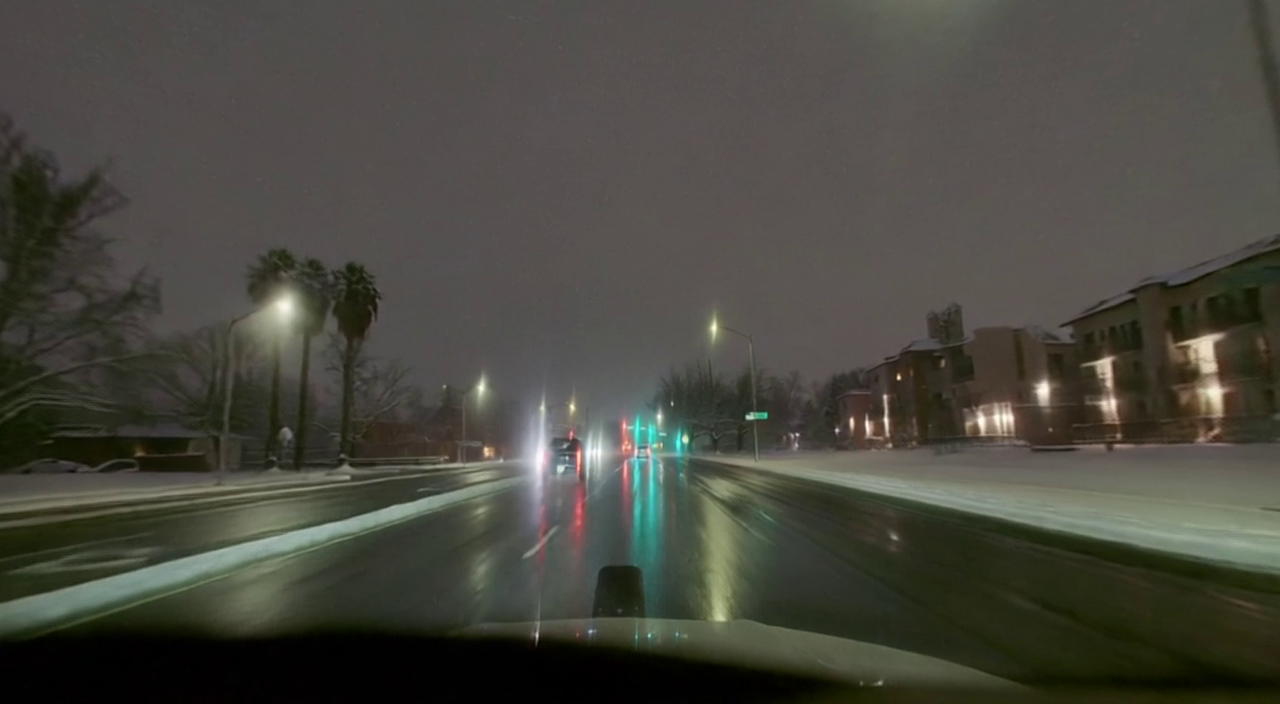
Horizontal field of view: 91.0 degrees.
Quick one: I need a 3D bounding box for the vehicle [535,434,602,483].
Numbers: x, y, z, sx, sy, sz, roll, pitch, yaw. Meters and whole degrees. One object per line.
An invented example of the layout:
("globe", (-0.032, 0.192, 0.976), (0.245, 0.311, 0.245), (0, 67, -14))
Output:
("vehicle", (-3.092, 4.816, 28.592), (2.370, 1.968, 5.698), (0, -9, 0))
